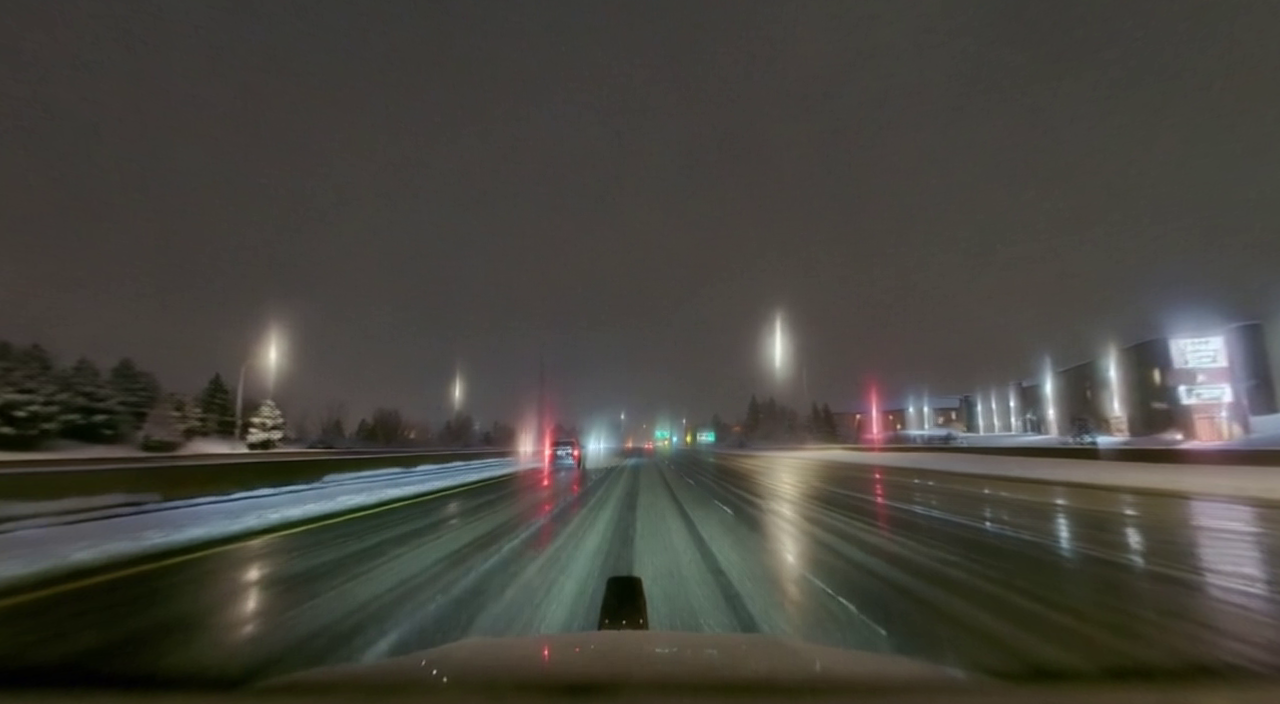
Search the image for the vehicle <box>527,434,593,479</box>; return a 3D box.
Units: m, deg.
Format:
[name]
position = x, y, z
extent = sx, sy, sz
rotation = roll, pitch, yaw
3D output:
[vehicle]
position = -3.189, 4.274, 26.054
extent = 2.072, 1.706, 4.359
rotation = 0, -8, 1
